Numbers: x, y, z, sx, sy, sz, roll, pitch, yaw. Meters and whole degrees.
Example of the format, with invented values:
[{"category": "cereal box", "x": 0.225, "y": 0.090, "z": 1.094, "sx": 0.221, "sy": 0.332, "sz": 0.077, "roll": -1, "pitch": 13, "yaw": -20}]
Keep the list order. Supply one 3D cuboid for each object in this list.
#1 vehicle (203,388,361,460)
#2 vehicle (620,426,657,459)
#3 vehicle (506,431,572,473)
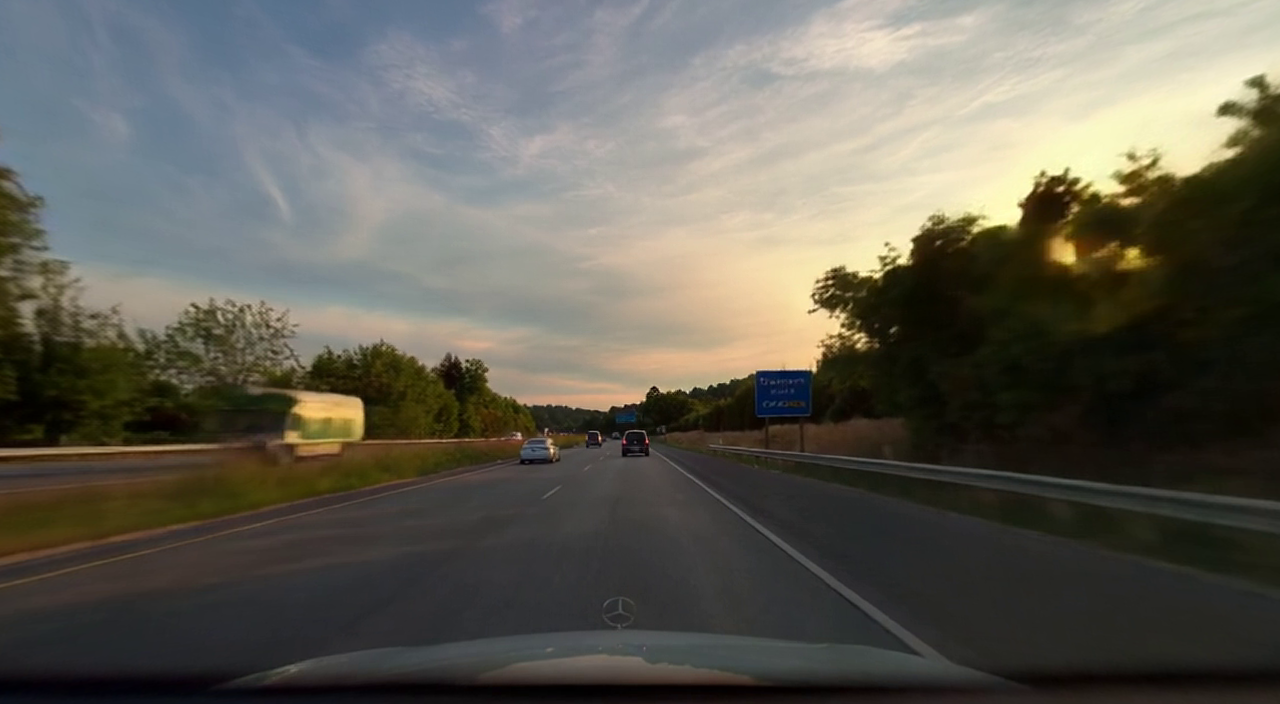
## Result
[{"category": "vehicle", "x": -13.042, "y": 2.766, "z": 23.598, "sx": 2.474, "sy": 2.352, "sz": 5.794, "roll": 0, "pitch": -8, "yaw": 0}, {"category": "vehicle", "x": -0.106, "y": 5.729, "z": 40.044, "sx": 2.223, "sy": 1.957, "sz": 4.416, "roll": 0, "pitch": -8, "yaw": -1}, {"category": "vehicle", "x": -4.077, "y": 4.094, "z": 26.106, "sx": 2.062, "sy": 1.567, "sz": 4.117, "roll": 0, "pitch": -8, "yaw": 0}]
